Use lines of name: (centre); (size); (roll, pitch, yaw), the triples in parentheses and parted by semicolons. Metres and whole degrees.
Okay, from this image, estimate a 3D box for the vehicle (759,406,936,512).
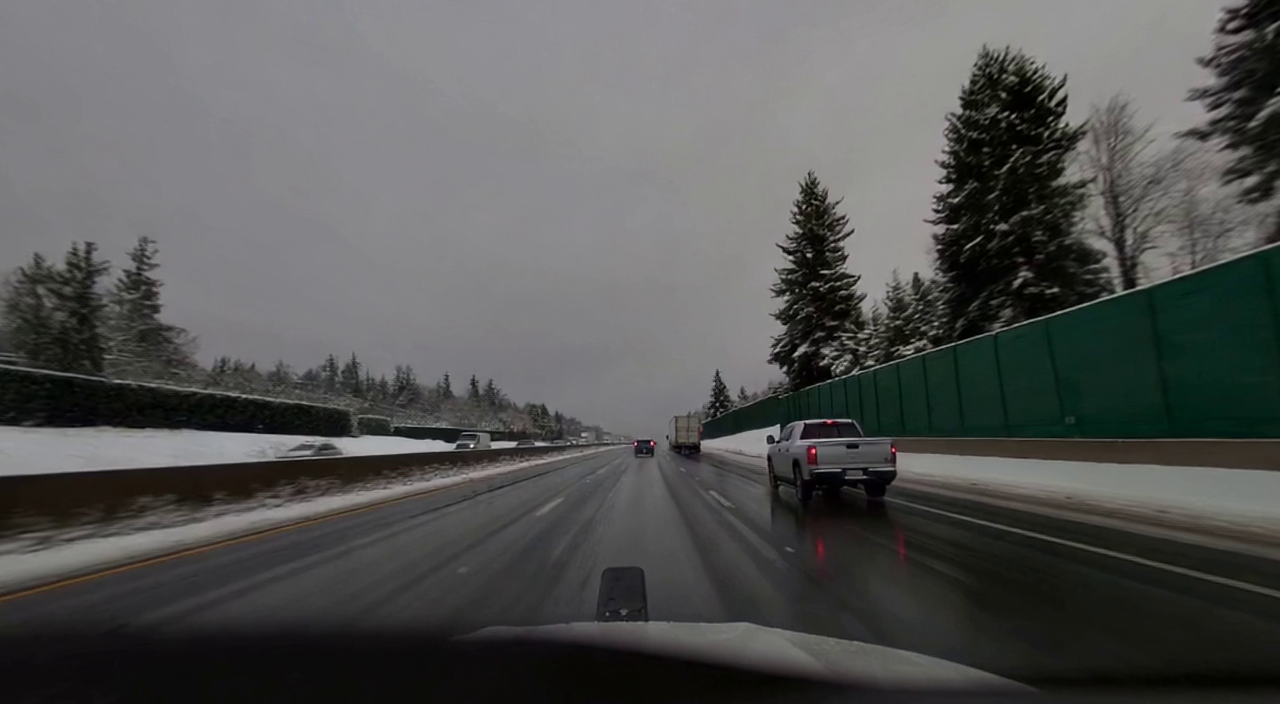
vehicle: (4.369, 2.368, 14.411); (2.209, 1.943, 5.262); (0, -8, -1)
